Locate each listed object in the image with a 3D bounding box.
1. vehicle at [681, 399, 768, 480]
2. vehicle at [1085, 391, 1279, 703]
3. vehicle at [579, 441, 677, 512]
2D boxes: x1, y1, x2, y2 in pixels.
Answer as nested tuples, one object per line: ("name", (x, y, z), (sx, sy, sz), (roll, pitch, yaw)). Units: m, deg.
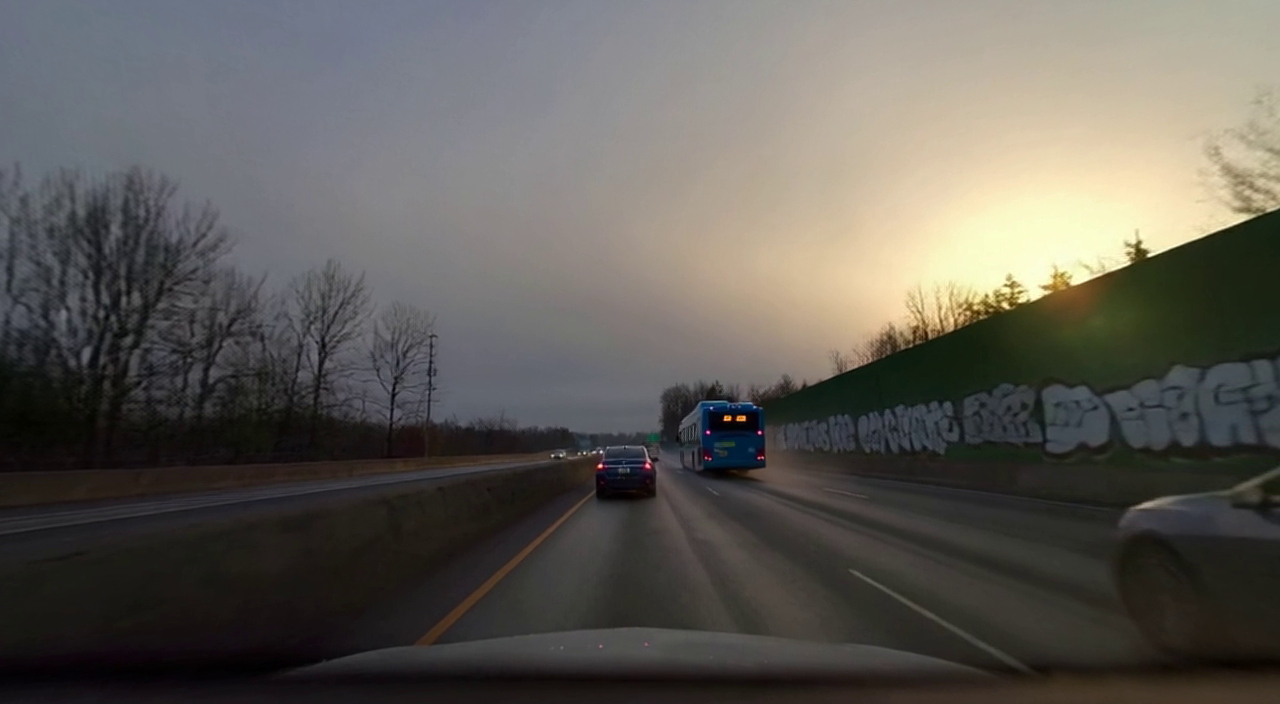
("vehicle", (4.087, 4.761, 33.618), (3.055, 3.479, 12.521), (-1, -9, 1))
("vehicle", (3.960, 0.814, 2.117), (1.995, 1.507, 3.915), (-1, -9, 0))
("vehicle", (-0.269, 3.085, 16.000), (2.160, 1.532, 4.073), (-1, -9, 0))
